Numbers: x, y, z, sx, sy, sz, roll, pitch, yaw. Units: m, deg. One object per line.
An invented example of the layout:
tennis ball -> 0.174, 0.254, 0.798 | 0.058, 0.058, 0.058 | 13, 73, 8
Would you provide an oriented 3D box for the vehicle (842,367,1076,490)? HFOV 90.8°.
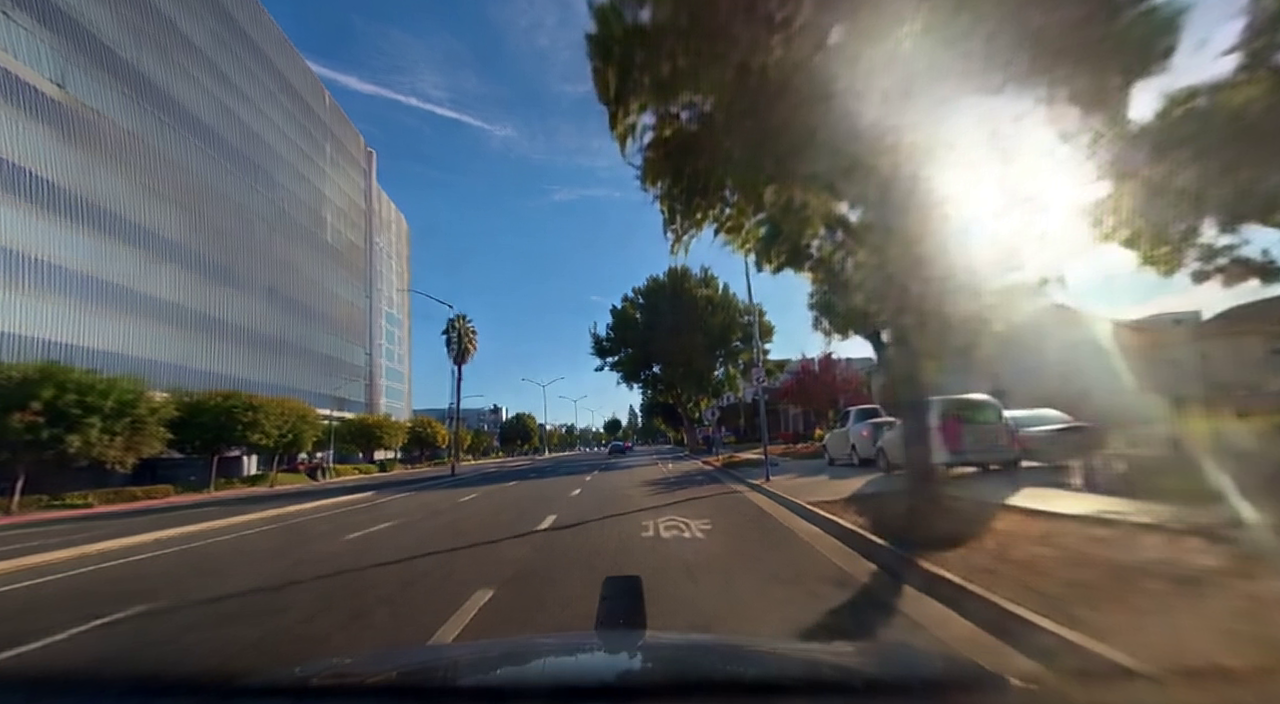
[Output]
vehicle -> 6.473, 1.726, 13.774 | 2.160, 1.944, 5.086 | -7, -8, -2
